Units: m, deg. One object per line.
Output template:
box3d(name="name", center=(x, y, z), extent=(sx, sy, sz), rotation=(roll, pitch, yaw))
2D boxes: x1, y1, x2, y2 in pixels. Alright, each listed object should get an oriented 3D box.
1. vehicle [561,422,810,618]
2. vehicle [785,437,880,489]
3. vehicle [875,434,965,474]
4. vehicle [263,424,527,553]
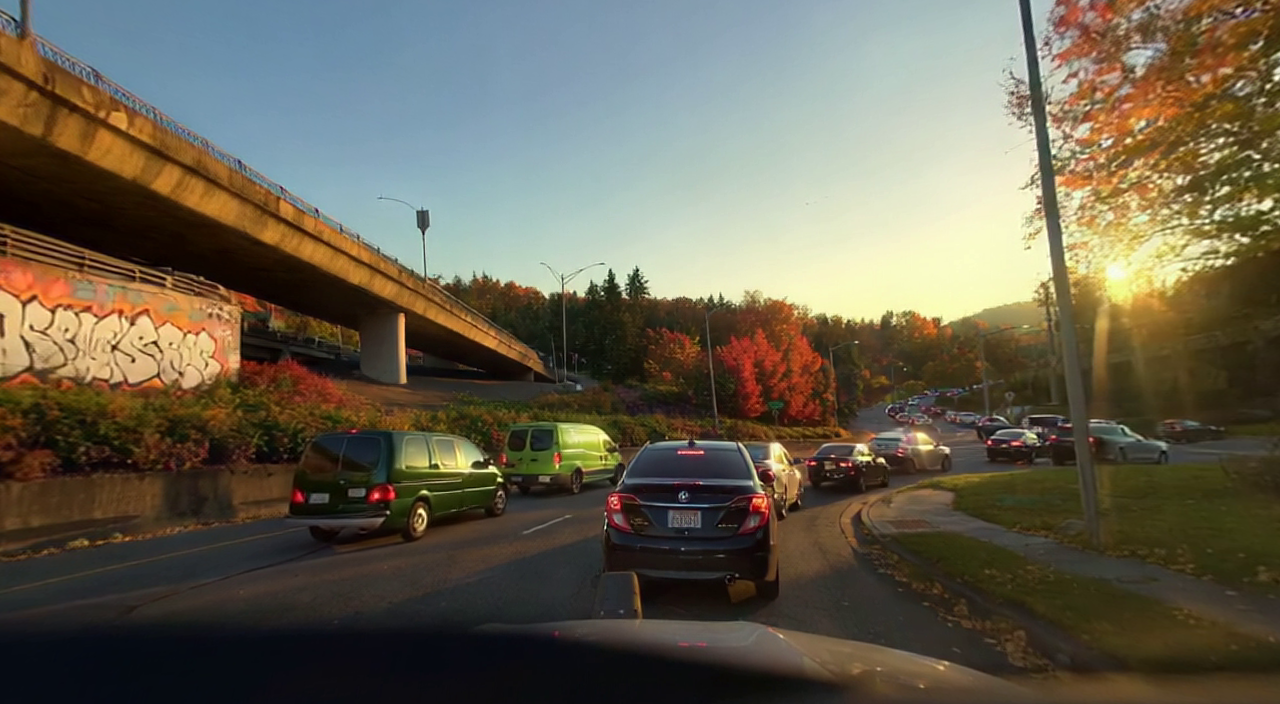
box3d(name="vehicle", center=(0.785, 1.638, 7.003), extent=(2.064, 1.515, 3.722), rotation=(-3, -9, 14))
box3d(name="vehicle", center=(6.132, 3.439, 19.683), extent=(1.780, 1.446, 3.902), rotation=(-6, -11, 32))
box3d(name="vehicle", center=(11.564, 4.168, 25.777), extent=(3.934, 1.485, 1.763), rotation=(7, -12, -40))
box3d(name="vehicle", center=(-3.437, 2.001, 9.827), extent=(1.921, 1.554, 4.081), rotation=(-2, -9, 11))
